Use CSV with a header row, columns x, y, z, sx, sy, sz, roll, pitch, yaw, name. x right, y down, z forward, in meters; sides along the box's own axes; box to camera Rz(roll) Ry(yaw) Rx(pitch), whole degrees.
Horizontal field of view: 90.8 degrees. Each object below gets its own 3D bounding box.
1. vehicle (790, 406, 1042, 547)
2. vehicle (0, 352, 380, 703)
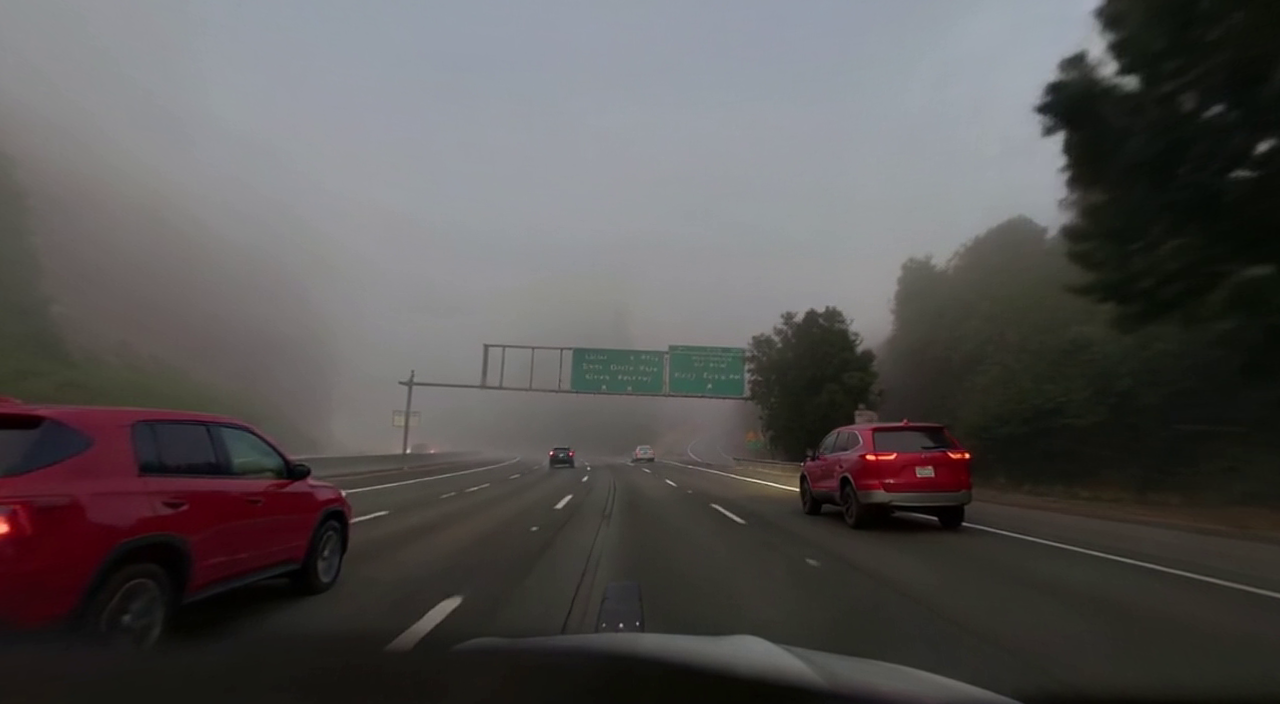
x,y,z,sx,sy,sz,roll,pitch,yaw,name
4.342,2.068,11.086,2.103,1.903,4.837,0,-9,-2,vehicle
-3.861,1.142,4.321,2.213,1.766,4.598,0,-9,-1,vehicle
